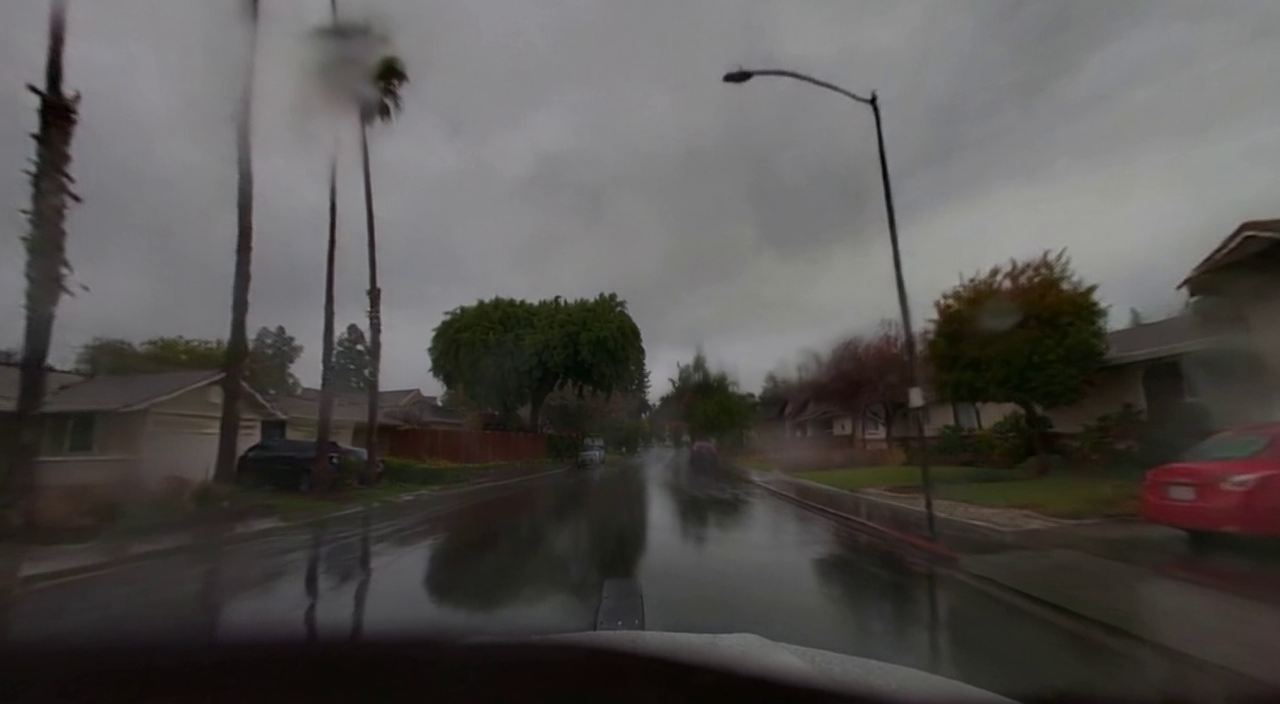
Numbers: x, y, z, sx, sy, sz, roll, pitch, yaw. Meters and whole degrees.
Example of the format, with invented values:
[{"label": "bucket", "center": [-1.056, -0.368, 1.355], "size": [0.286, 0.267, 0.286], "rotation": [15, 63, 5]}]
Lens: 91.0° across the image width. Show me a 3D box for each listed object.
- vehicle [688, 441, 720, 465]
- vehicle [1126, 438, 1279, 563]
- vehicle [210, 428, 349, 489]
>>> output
[{"label": "vehicle", "center": [4.946, 7.882, 49.298], "size": [2.176, 1.762, 4.622], "rotation": [-1, -9, 2]}, {"label": "vehicle", "center": [9.078, 1.776, 8.018], "size": [4.352, 1.355, 1.852], "rotation": [0, -9, -5]}, {"label": "vehicle", "center": [-13.562, 4.095, 23.935], "size": [3.918, 1.719, 1.988], "rotation": [-3, -21, -2]}]
